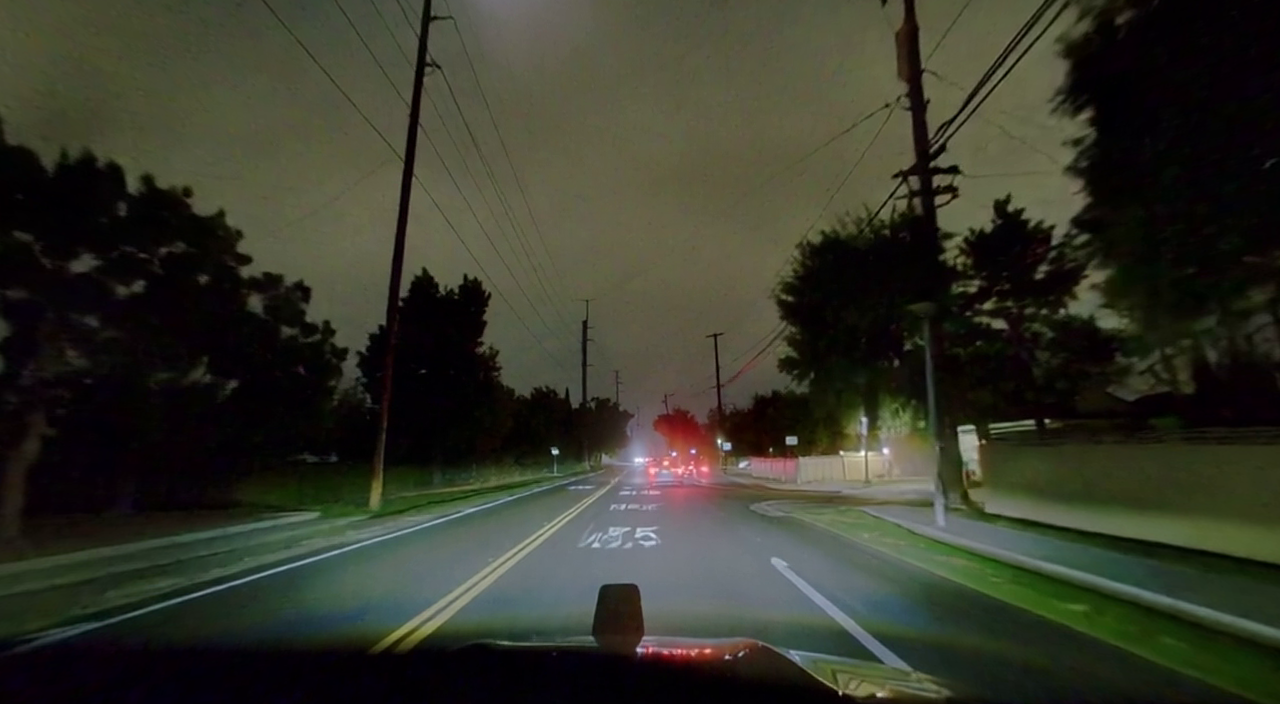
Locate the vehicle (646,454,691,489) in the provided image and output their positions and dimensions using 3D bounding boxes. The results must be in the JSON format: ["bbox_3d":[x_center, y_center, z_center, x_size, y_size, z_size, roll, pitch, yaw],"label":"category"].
[{"bbox_3d":[1.296,5.661,30.196,1.975,1.497,3.647,0,-9,1],"label":"vehicle"}]
